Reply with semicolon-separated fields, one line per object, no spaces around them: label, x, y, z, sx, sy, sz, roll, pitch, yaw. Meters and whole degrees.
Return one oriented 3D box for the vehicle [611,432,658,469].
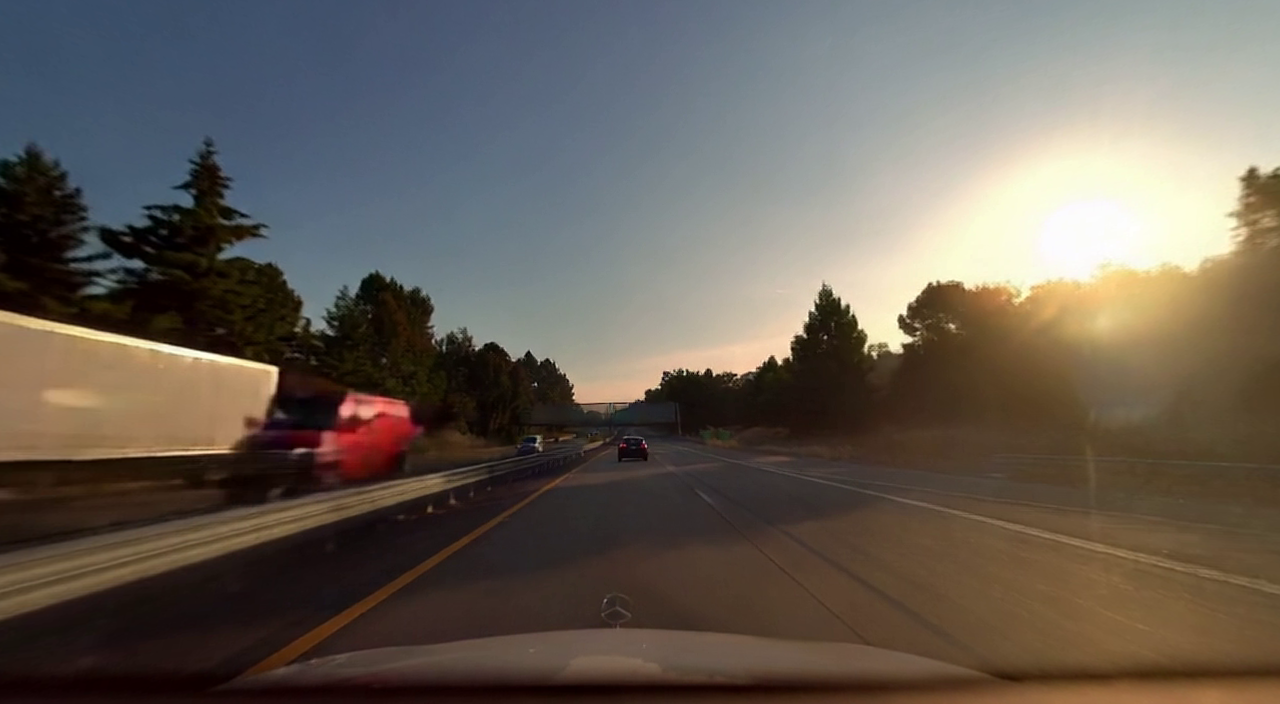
vehicle;-0.261;4.224;27.305;1.897;1.479;3.724;0;-8;-2

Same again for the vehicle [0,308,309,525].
vehicle;-13.709;1.825;16.395;2.851;4.097;13.944;0;-8;-1

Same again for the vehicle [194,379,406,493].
vehicle;-9.337;2.447;18.414;2.242;2.681;7.197;0;-8;-1
